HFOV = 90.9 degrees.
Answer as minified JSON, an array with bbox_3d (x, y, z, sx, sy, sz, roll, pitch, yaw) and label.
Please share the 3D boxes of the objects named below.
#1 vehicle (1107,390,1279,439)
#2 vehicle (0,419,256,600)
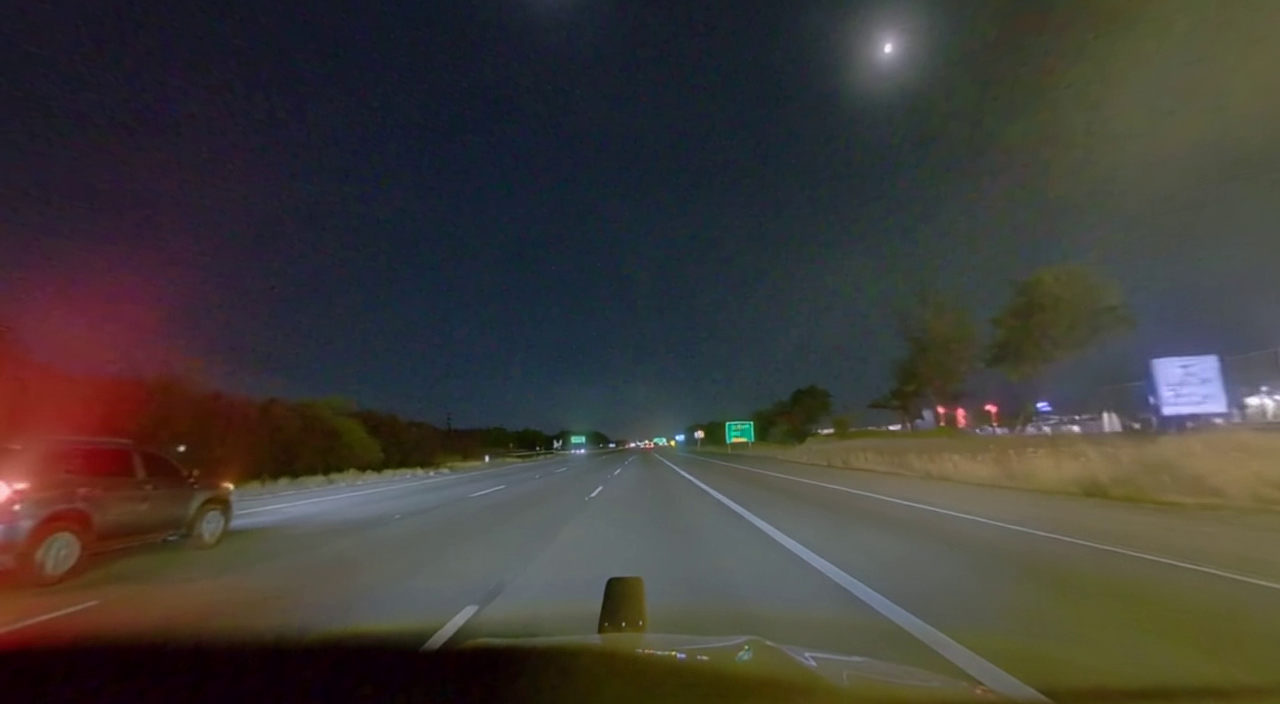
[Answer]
[{"bbox_3d":[23.444,2.800,27.185,2.268,1.833,5.691,0,-8,0],"label":"vehicle"},{"bbox_3d":[-6.854,1.638,7.113,2.016,1.640,4.713,0,-8,1],"label":"vehicle"}]
